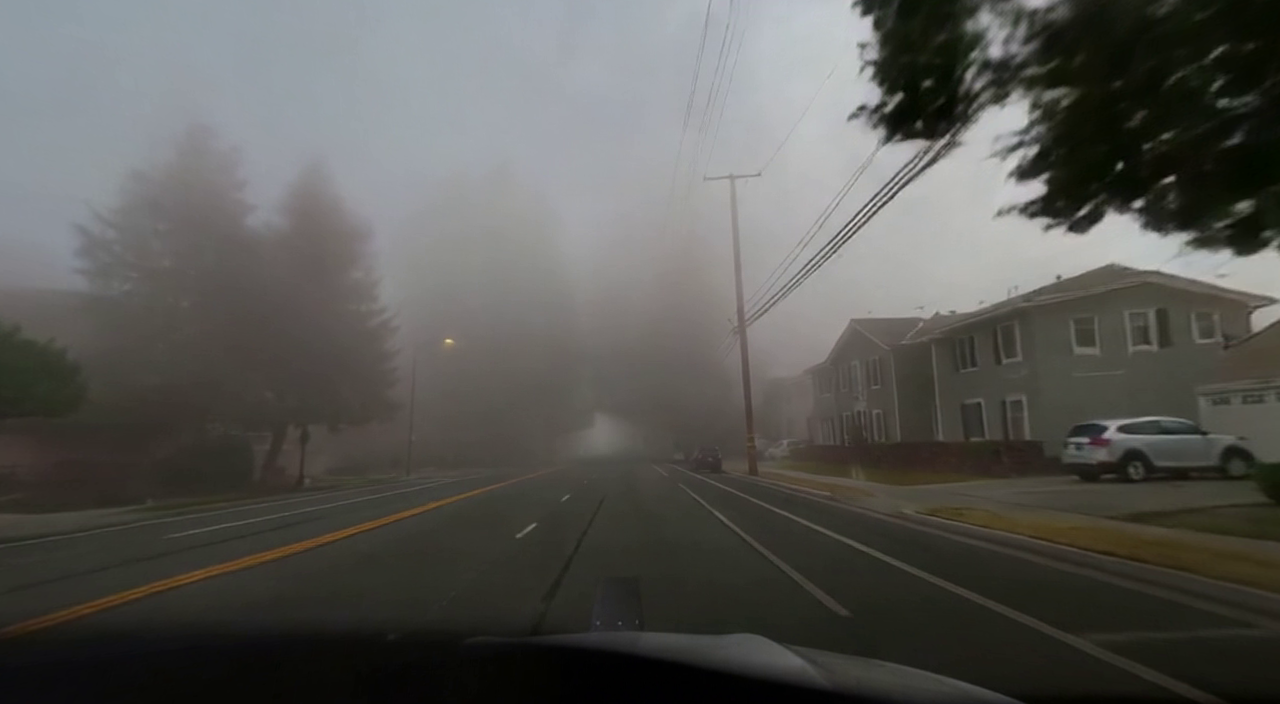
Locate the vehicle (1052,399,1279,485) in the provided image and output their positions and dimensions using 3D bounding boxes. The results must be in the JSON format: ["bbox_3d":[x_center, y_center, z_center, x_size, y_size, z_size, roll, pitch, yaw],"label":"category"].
[{"bbox_3d":[13.641,2.251,16.236,4.682,1.956,2.001,-1,-6,-3],"label":"vehicle"}]

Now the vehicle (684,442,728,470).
[{"bbox_3d":[3.932,6.334,38.417,1.971,1.558,4.895,0,-9,-2],"label":"vehicle"}]
